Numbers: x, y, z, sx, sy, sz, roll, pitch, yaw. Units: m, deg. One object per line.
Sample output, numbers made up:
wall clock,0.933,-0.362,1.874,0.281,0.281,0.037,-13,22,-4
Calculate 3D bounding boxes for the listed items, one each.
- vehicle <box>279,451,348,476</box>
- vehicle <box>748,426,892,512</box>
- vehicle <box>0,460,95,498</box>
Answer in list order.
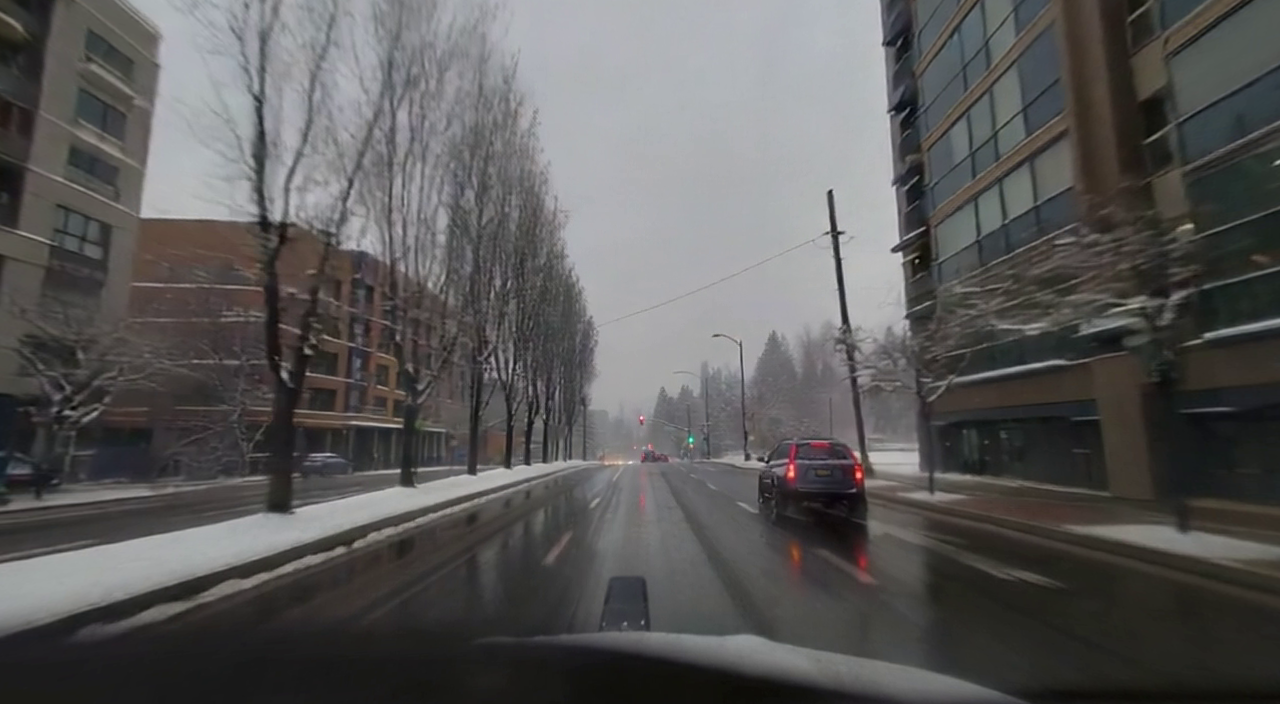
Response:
vehicle,-21.193,7.245,41.170,1.864,1.468,4.770,0,-8,2
vehicle,3.712,2.481,13.811,1.949,1.583,3.996,0,-8,0
vehicle,-25.813,5.235,26.090,4.644,1.452,1.944,0,-8,0
